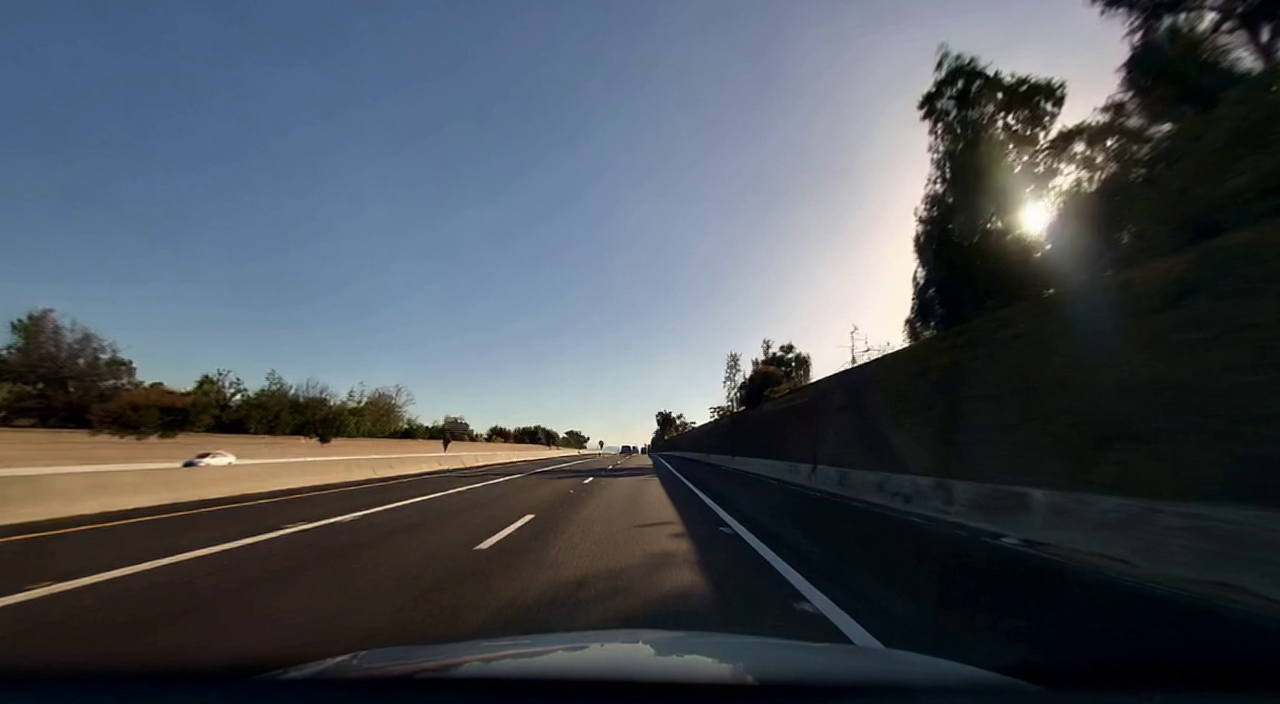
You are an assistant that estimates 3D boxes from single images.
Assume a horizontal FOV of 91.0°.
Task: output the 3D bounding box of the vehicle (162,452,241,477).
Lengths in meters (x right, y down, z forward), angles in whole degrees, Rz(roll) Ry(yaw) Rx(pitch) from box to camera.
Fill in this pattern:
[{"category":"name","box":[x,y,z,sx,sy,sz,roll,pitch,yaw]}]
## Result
[{"category":"vehicle","box":[-29.214,7.487,42.132,1.857,1.526,4.556,0,-9,2]}]
